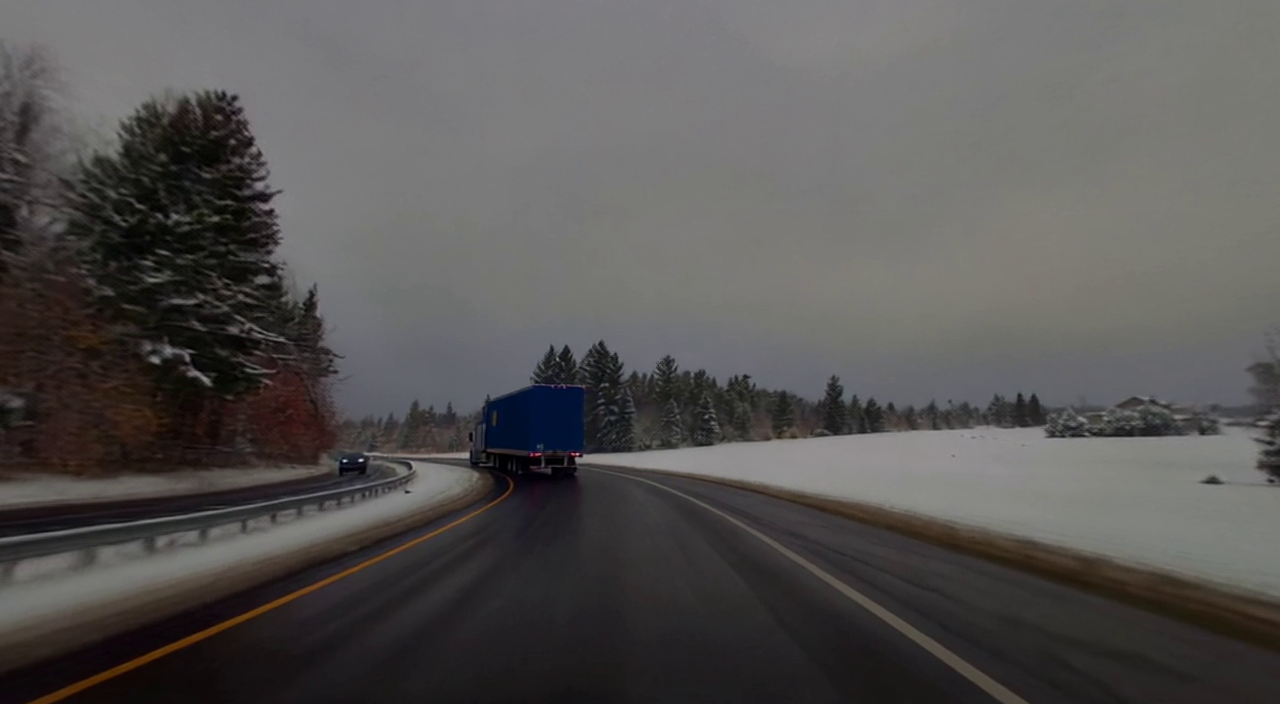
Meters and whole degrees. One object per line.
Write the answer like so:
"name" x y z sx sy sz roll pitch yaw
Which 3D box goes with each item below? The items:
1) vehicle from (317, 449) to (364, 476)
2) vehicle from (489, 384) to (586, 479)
"vehicle" -17.926 6.568 37.598 1.988 1.493 4.333 5 -10 -31
"vehicle" -6.117 4.436 34.838 3.087 4.178 13.682 1 -8 -19
